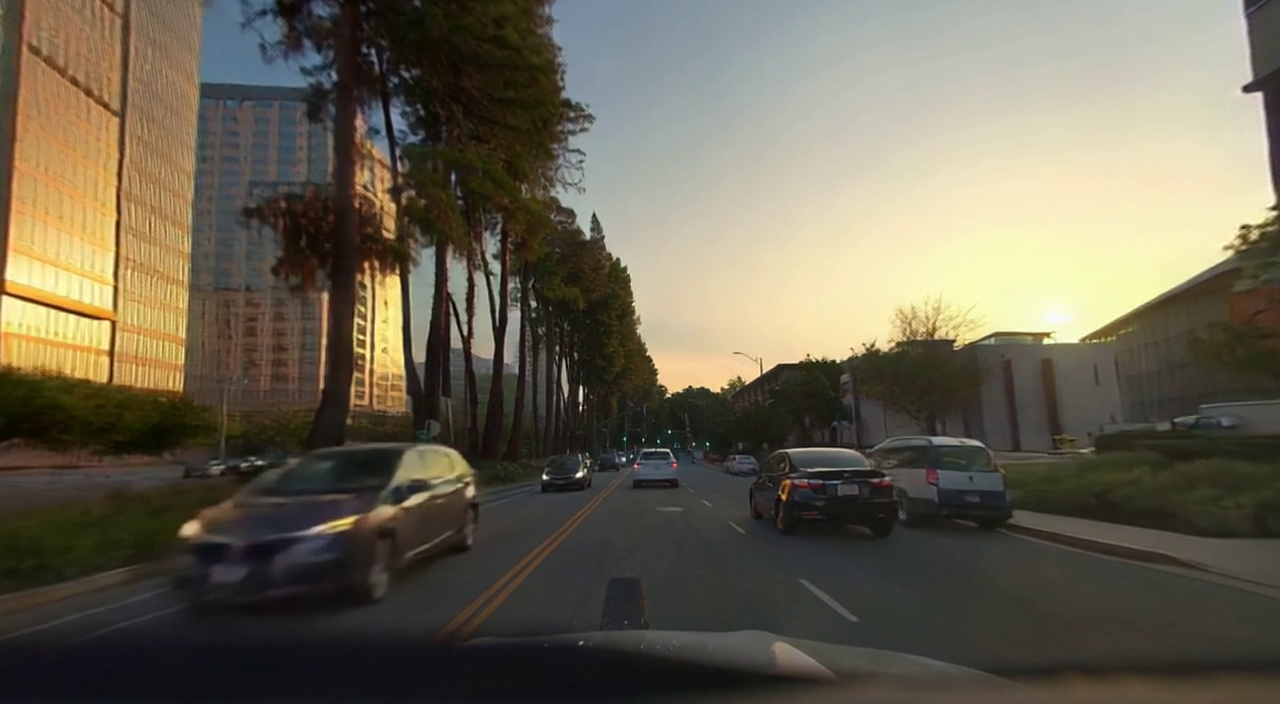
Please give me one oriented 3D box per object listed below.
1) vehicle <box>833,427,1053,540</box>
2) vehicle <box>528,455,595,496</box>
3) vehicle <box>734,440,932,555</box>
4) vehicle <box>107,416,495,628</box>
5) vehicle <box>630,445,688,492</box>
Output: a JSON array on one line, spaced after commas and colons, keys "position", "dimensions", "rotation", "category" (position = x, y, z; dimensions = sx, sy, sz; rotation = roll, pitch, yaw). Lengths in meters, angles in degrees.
[{"position": [5.685, 2.524, 12.698], "dimensions": [2.059, 1.813, 4.637], "rotation": [0, -9, 0], "category": "vehicle"}, {"position": [-2.915, 4.686, 24.279], "dimensions": [1.997, 1.415, 4.195], "rotation": [-1, -9, 1], "category": "vehicle"}, {"position": [2.951, 2.322, 10.722], "dimensions": [1.991, 1.536, 4.116], "rotation": [0, -9, -1], "category": "vehicle"}, {"position": [-3.310, 1.755, 7.417], "dimensions": [2.124, 1.731, 4.227], "rotation": [-1, -9, 1], "category": "vehicle"}, {"position": [0.715, 4.533, 24.785], "dimensions": [2.105, 1.653, 3.887], "rotation": [-1, -9, 1], "category": "vehicle"}]
